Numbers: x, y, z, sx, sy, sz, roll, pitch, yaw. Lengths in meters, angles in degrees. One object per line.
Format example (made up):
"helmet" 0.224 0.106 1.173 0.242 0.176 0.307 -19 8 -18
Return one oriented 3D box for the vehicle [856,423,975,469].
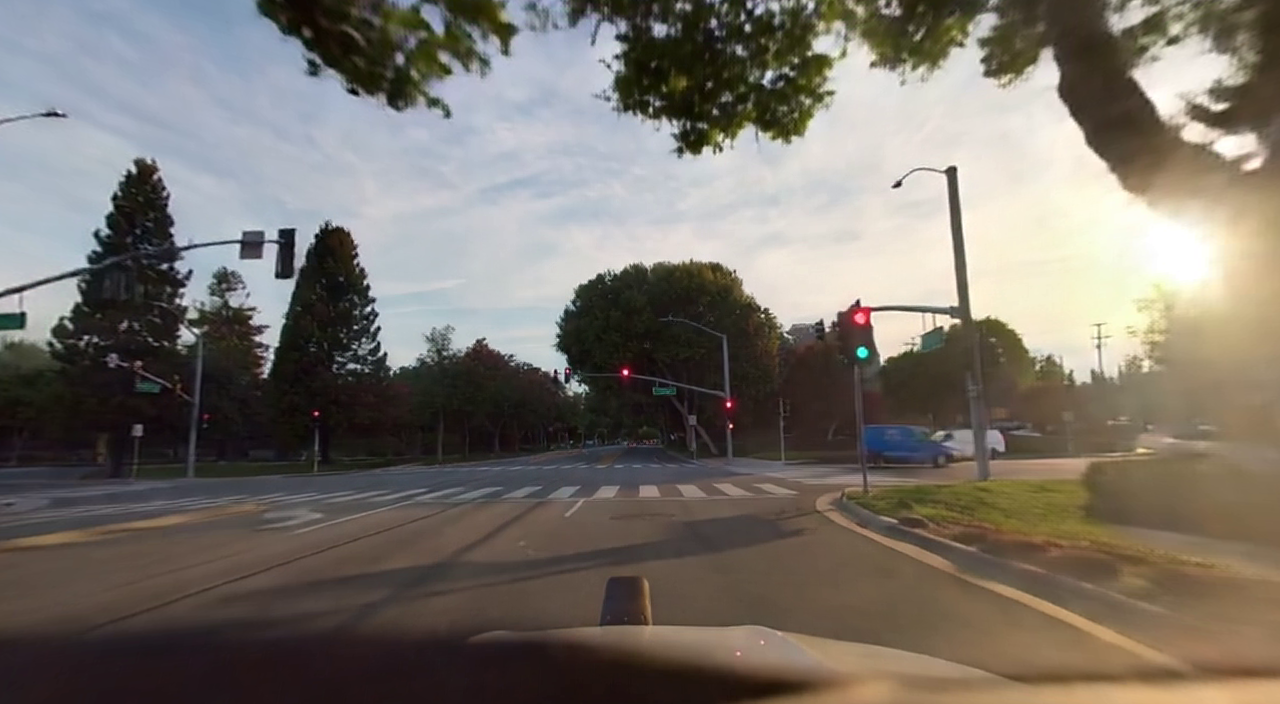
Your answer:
"vehicle" 12.296 4.262 28.465 4.536 1.965 1.780 -2 -9 11
